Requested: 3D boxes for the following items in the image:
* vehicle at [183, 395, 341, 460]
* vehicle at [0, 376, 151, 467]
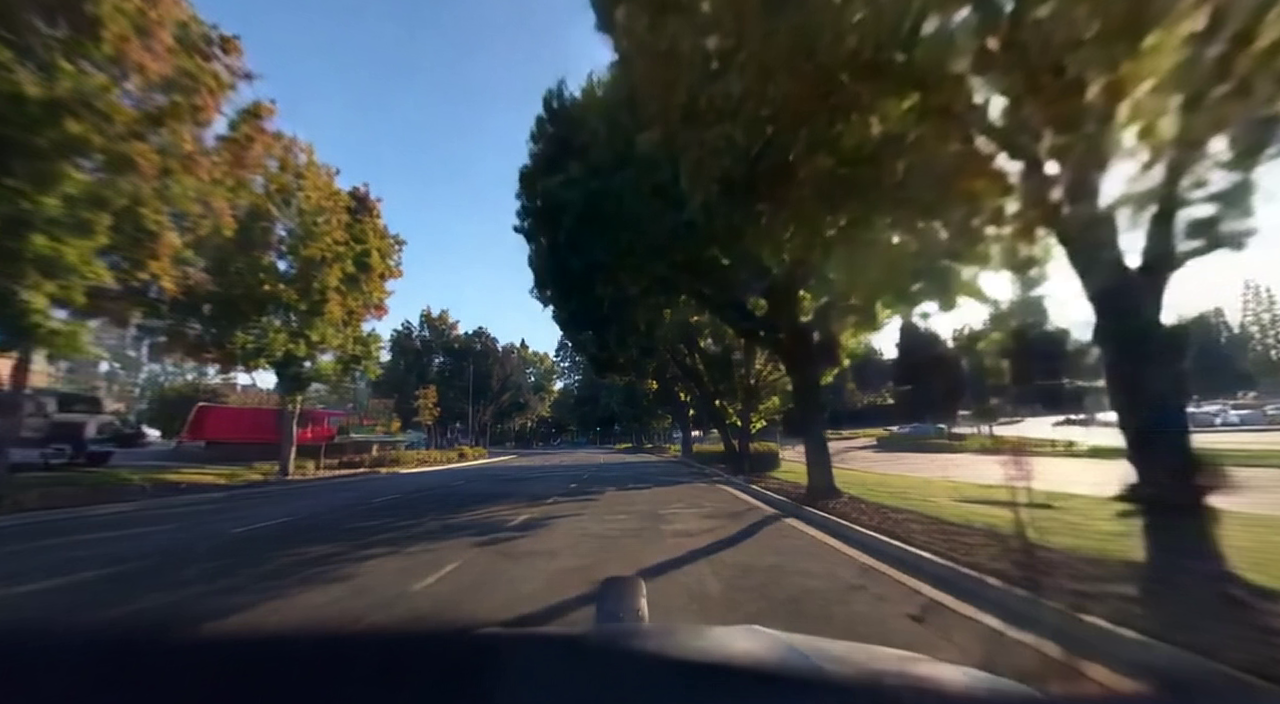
[{"bbox_3d":[-19.777,4.025,33.369,6.595,3.267,2.535,0,-9,0],"label":"vehicle"},{"bbox_3d":[-19.544,2.160,19.267,6.919,2.613,2.356,1,-9,-4],"label":"vehicle"}]
